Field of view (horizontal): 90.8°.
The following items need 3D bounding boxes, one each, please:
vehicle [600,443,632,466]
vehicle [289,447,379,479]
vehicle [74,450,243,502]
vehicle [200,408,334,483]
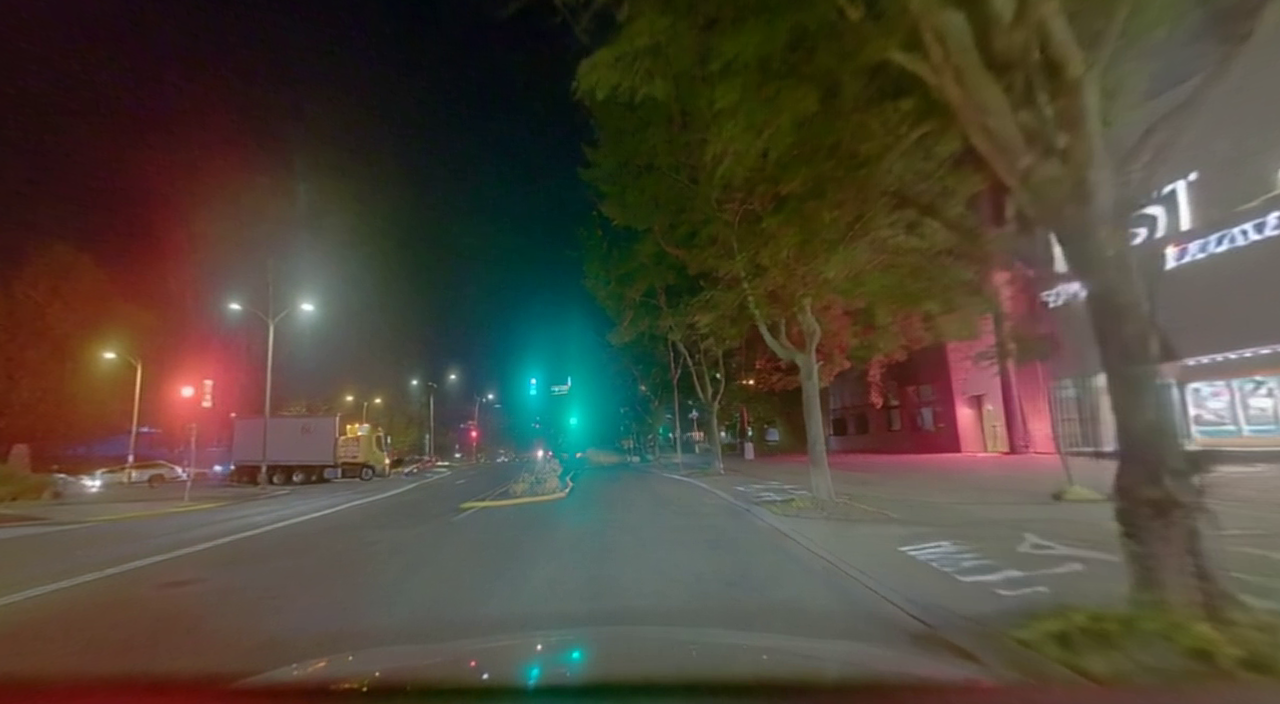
[{"bbox_3d":[-1.588,6.973,43.085,2.006,1.470,3.799,0,-8,-1],"label":"vehicle"},{"bbox_3d":[-17.728,6.425,36.922,1.988,1.762,4.653,-3,-9,17],"label":"vehicle"},{"bbox_3d":[-18.047,4.602,24.011,2.101,1.721,4.587,-3,-9,18],"label":"vehicle"},{"bbox_3d":[-21.576,5.490,37.061,3.045,3.961,6.104,-3,-9,16],"label":"vehicle"}]
